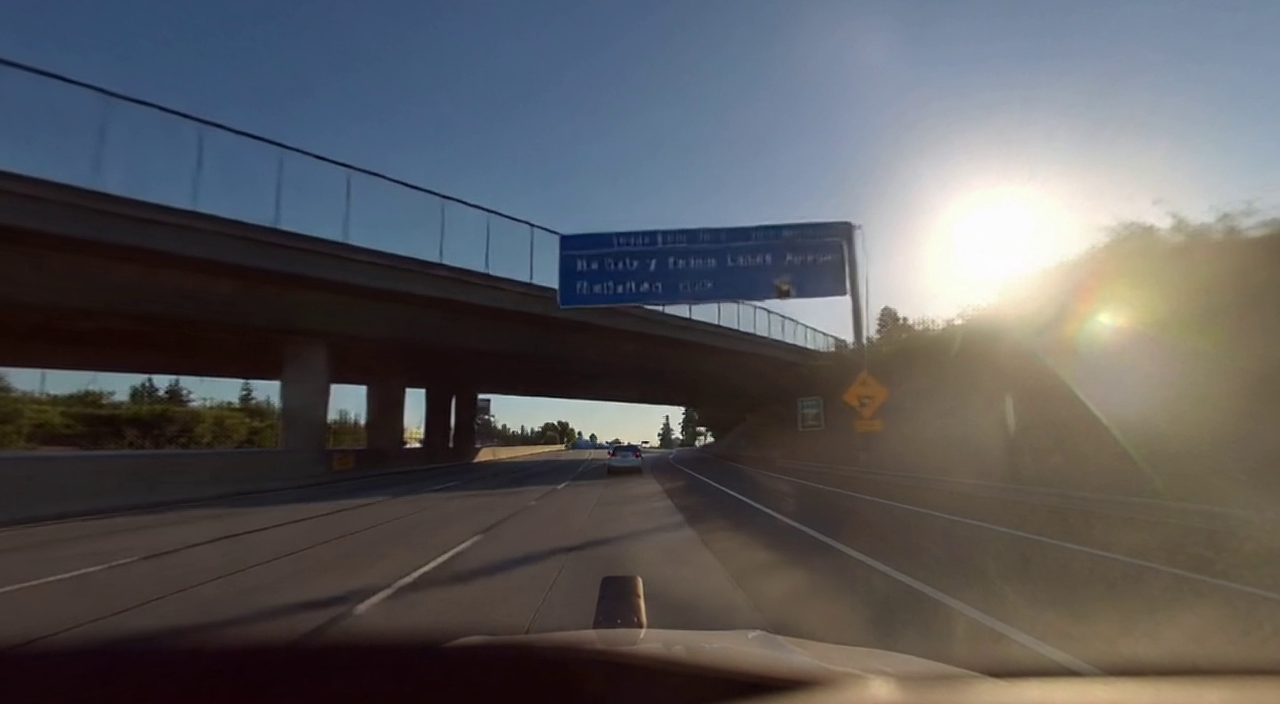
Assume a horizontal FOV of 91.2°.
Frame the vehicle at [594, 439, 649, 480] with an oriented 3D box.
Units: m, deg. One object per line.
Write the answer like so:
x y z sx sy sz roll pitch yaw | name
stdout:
-0.708 4.356 25.675 2.055 1.509 4.255 0 -9 0 | vehicle
